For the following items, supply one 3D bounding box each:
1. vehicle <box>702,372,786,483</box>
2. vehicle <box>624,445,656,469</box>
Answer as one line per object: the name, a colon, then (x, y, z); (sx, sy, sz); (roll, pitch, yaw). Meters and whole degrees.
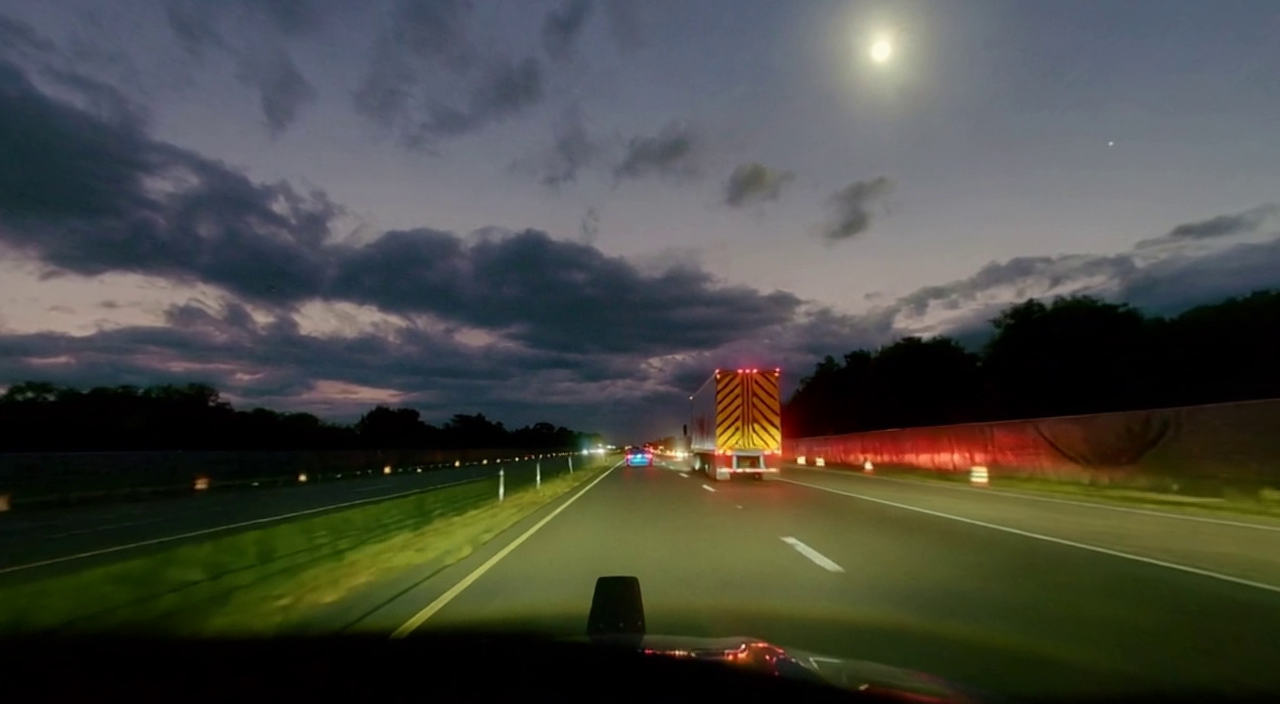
vehicle: (4.347, 3.385, 27.675); (2.704, 4.310, 5.716); (0, -9, 1)
vehicle: (0.006, 7.182, 43.235); (2.065, 1.573, 3.734); (0, -9, 0)
